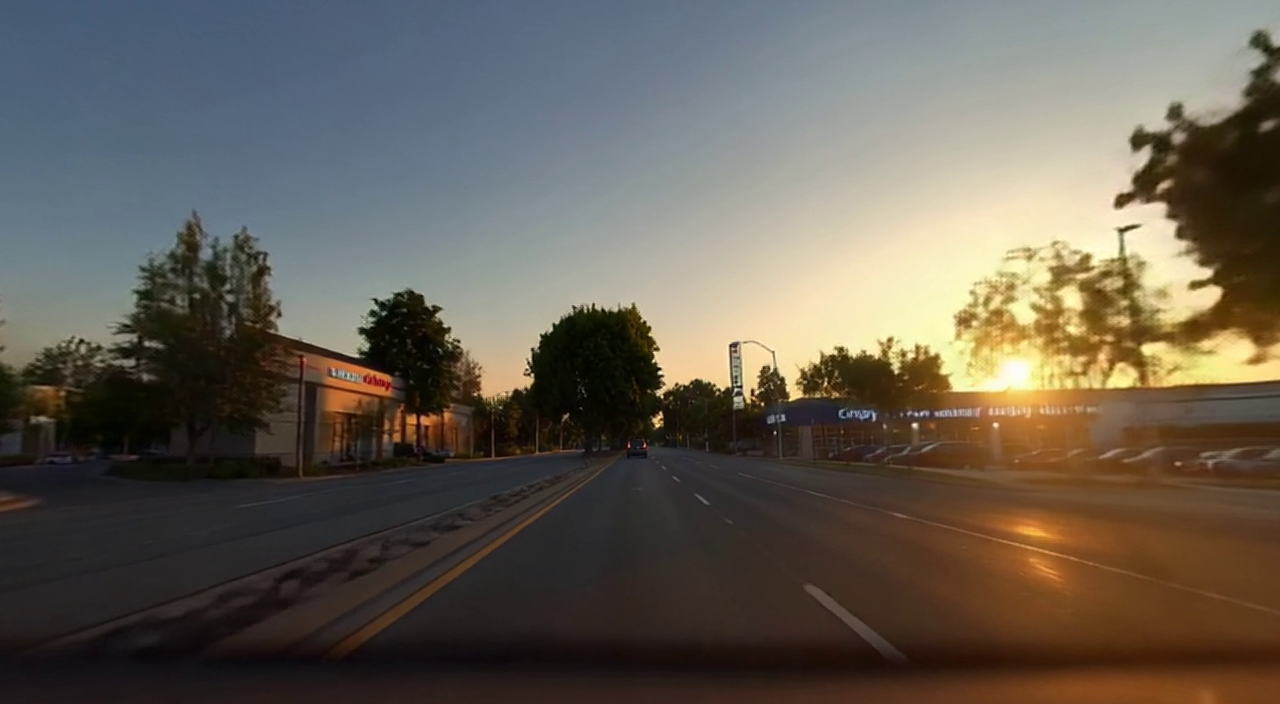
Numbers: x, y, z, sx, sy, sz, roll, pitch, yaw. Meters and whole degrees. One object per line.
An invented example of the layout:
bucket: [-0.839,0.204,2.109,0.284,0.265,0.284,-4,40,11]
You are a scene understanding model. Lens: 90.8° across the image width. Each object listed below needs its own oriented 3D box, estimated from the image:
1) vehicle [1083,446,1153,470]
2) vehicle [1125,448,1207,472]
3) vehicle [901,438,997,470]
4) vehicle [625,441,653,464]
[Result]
vehicle: [31.774,7.022,42.123,1.739,1.471,3.811,0,-8,1]
vehicle: [34.565,7.104,41.669,1.801,1.425,4.094,0,-8,-2]
vehicle: [18.946,6.248,38.885,4.739,1.916,2.136,0,-8,1]
vehicle: [-0.087,7.747,48.872,2.095,1.647,4.205,0,-8,-1]
